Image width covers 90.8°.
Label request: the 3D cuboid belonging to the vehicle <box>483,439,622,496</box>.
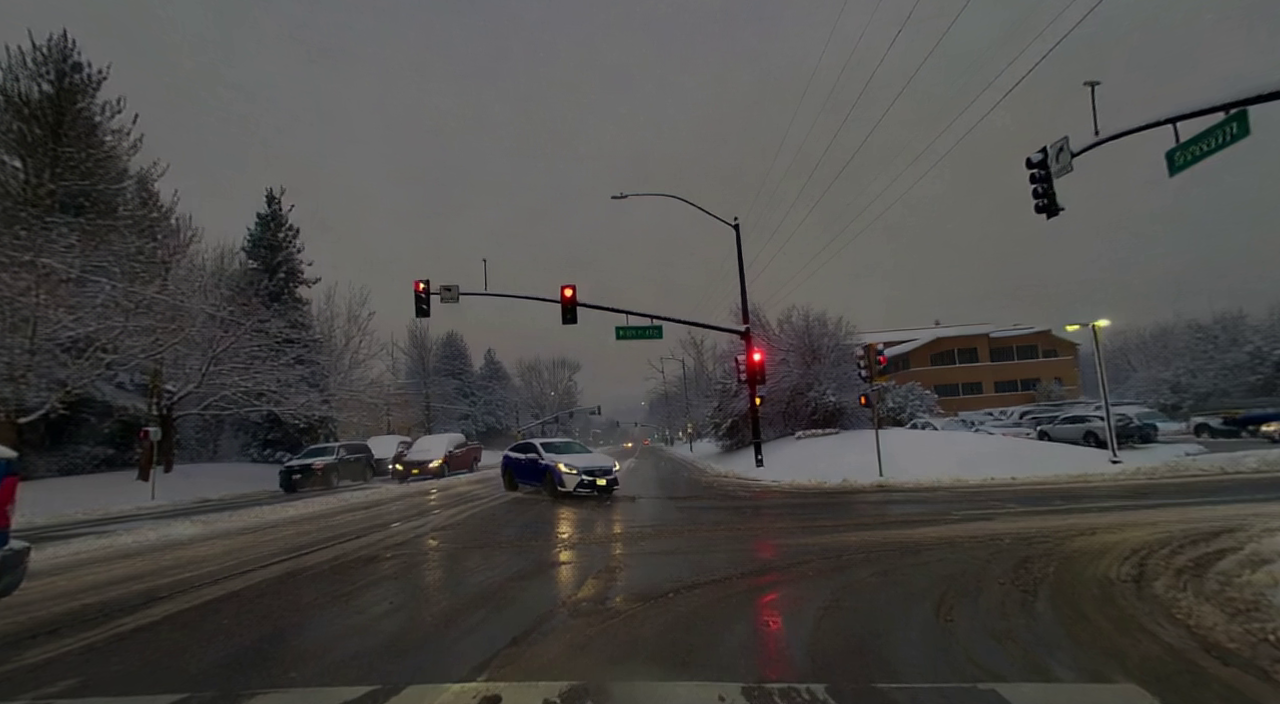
[{"bbox_3d":[-2.752,3.410,19.067,2.071,1.470,4.592,7,-11,-38],"label":"vehicle"}]

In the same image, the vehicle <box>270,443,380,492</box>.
[{"bbox_3d":[-13.771,5.057,28.047,2.306,1.957,4.968,0,-9,-1],"label":"vehicle"}]

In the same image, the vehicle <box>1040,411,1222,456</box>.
[{"bbox_3d":[16.948,2.901,22.112,4.560,1.453,1.851,-3,-9,18],"label":"vehicle"}]

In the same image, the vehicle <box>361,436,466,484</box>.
[{"bbox_3d":[-10.154,4.913,28.982,2.664,1.940,5.702,0,-9,0],"label":"vehicle"}]
